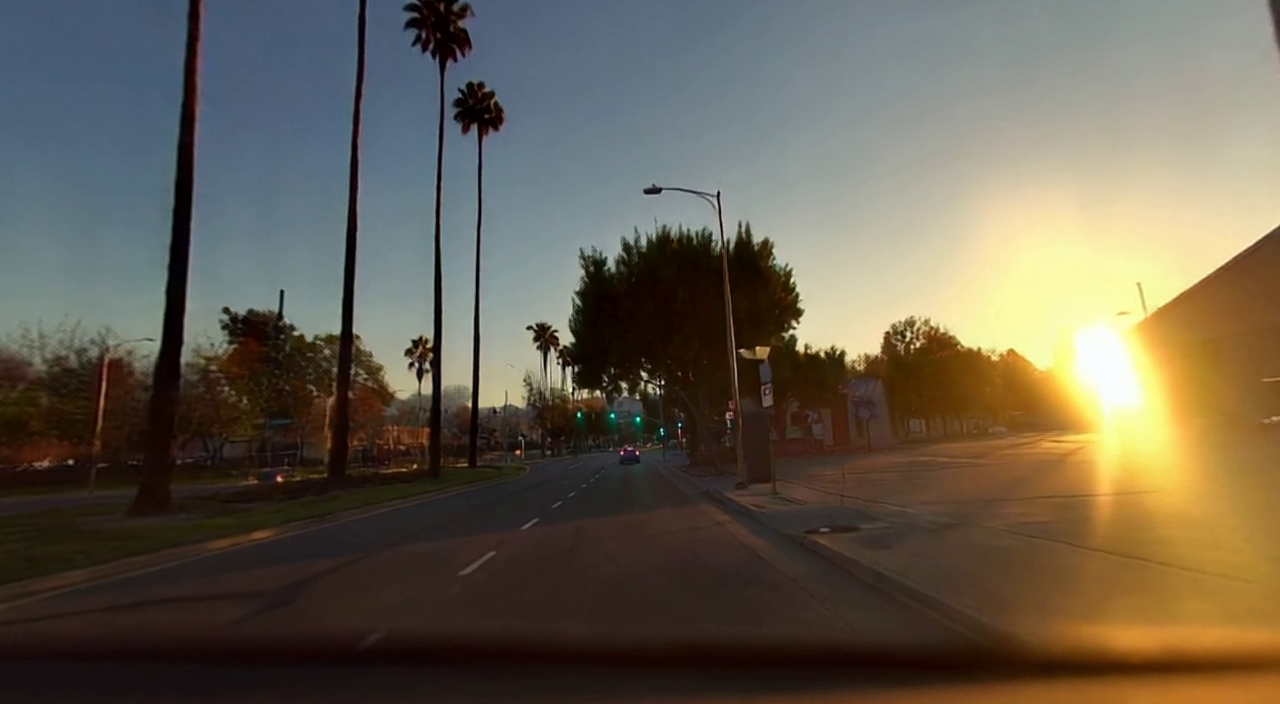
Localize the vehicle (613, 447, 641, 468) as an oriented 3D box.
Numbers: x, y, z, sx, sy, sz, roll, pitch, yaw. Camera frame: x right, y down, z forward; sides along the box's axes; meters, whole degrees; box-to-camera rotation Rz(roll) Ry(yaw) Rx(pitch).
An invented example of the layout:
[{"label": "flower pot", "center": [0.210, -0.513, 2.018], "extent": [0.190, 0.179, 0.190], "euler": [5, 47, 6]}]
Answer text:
[{"label": "vehicle", "center": [-0.952, 7.903, 47.411], "extent": [2.050, 1.509, 4.148], "euler": [0, -8, 0]}]
